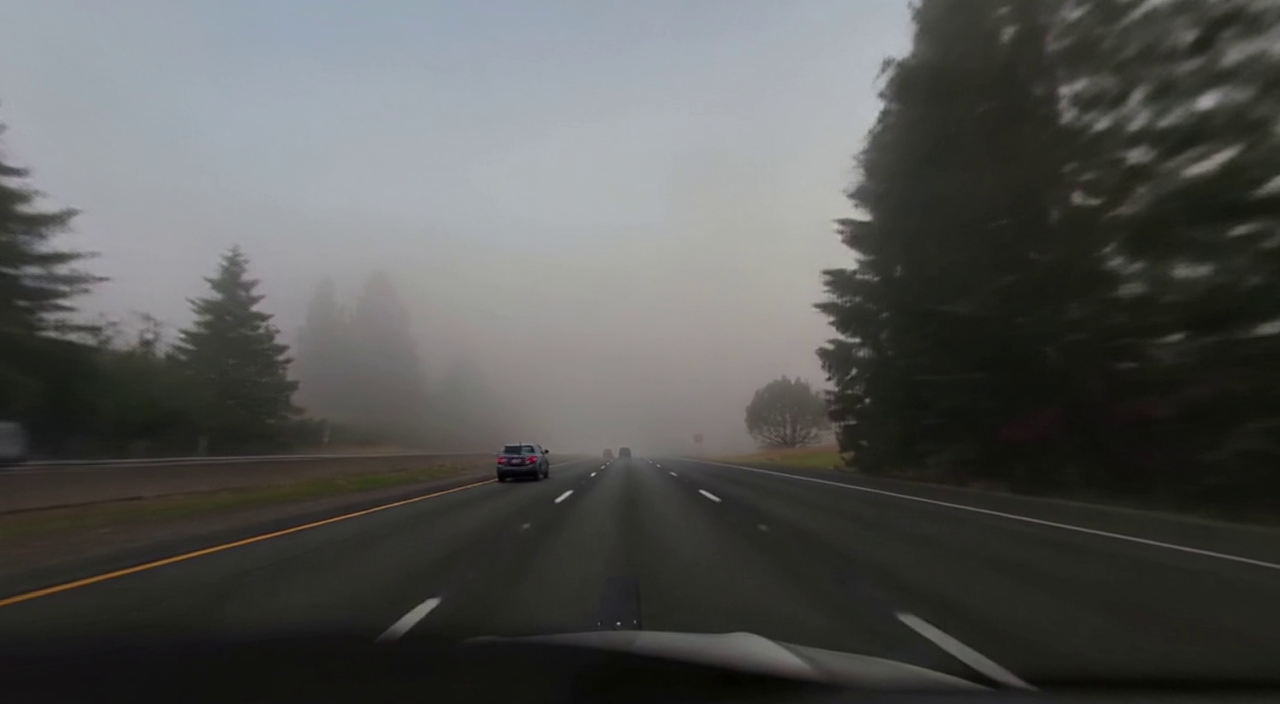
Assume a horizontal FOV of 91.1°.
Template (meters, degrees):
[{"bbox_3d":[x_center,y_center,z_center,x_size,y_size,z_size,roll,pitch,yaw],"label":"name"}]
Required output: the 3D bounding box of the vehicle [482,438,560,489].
[{"bbox_3d":[-4.386,4.164,23.857,2.111,1.717,4.426,0,-9,0],"label":"vehicle"}]
